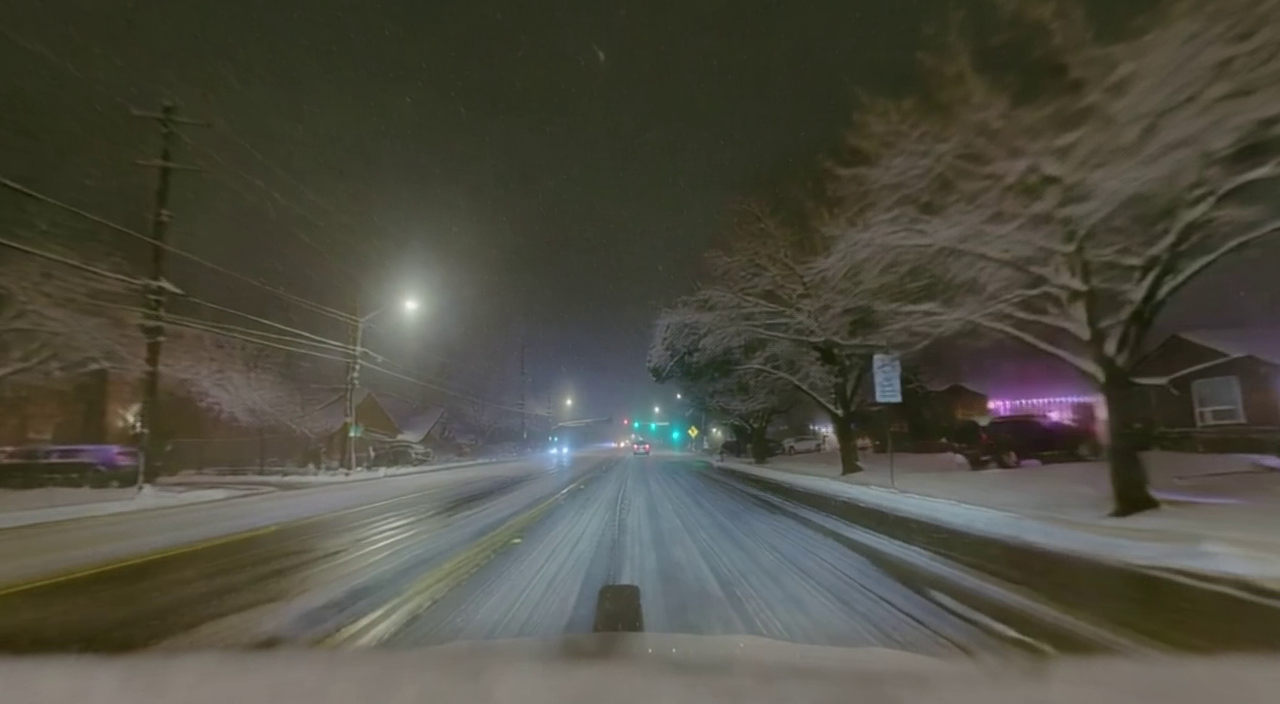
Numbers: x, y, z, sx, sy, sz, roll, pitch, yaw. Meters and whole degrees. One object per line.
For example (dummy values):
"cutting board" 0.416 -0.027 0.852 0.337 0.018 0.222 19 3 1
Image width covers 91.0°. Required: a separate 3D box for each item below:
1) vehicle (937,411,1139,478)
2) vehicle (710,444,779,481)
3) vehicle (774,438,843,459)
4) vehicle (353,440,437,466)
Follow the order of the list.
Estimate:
"vehicle" 12.532 2.941 20.134 4.857 1.987 2.296 0 -8 0
"vehicle" 4.513 4.822 27.975 1.968 1.467 5.107 0 -8 -3
"vehicle" 12.648 7.268 47.359 4.593 1.480 1.819 0 -8 -2
"vehicle" -19.384 7.999 49.966 5.684 1.934 2.217 0 -8 0
